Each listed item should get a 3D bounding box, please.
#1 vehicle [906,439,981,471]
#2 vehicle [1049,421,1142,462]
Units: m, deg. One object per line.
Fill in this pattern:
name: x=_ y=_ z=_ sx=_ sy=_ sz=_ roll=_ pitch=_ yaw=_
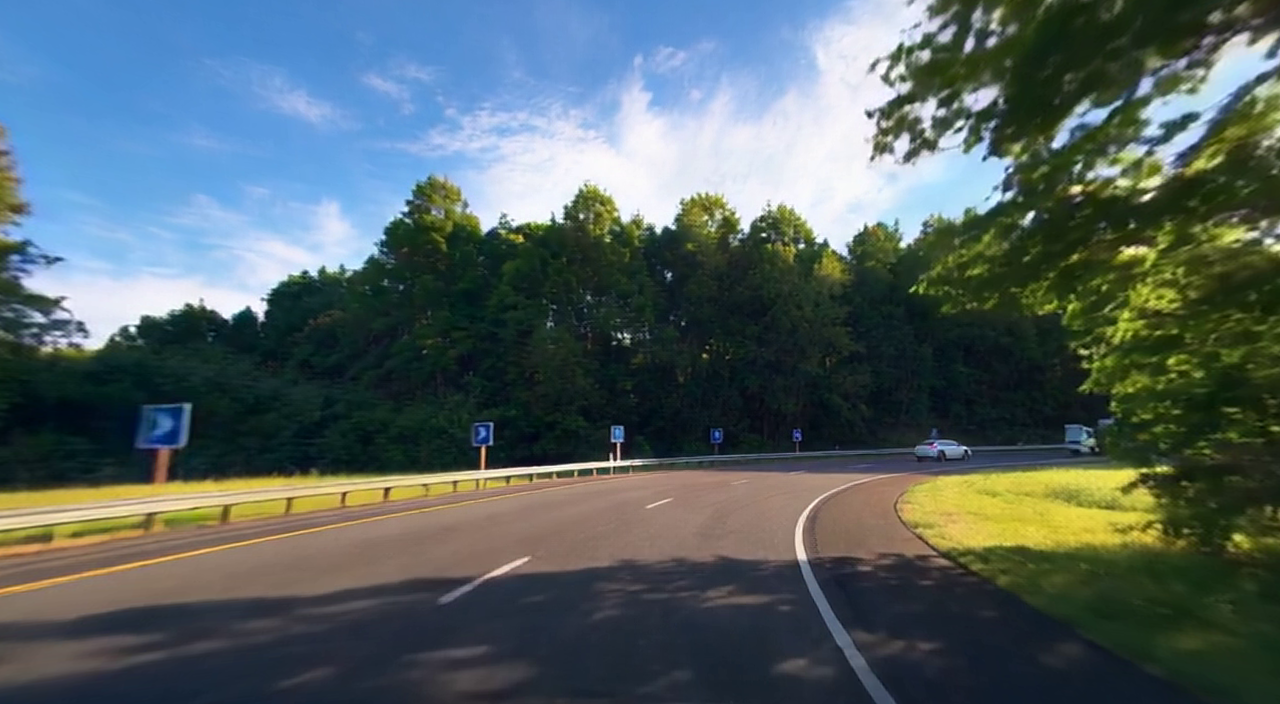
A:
vehicle: x=17.101 y=5.774 z=35.386 sx=4.325 sy=1.674 sz=2.221 roll=8 pitch=-12 yaw=-42
vehicle: x=33.499 y=6.628 z=46.352 sx=5.981 sy=2.823 sz=2.498 roll=3 pitch=-10 yaw=-22
